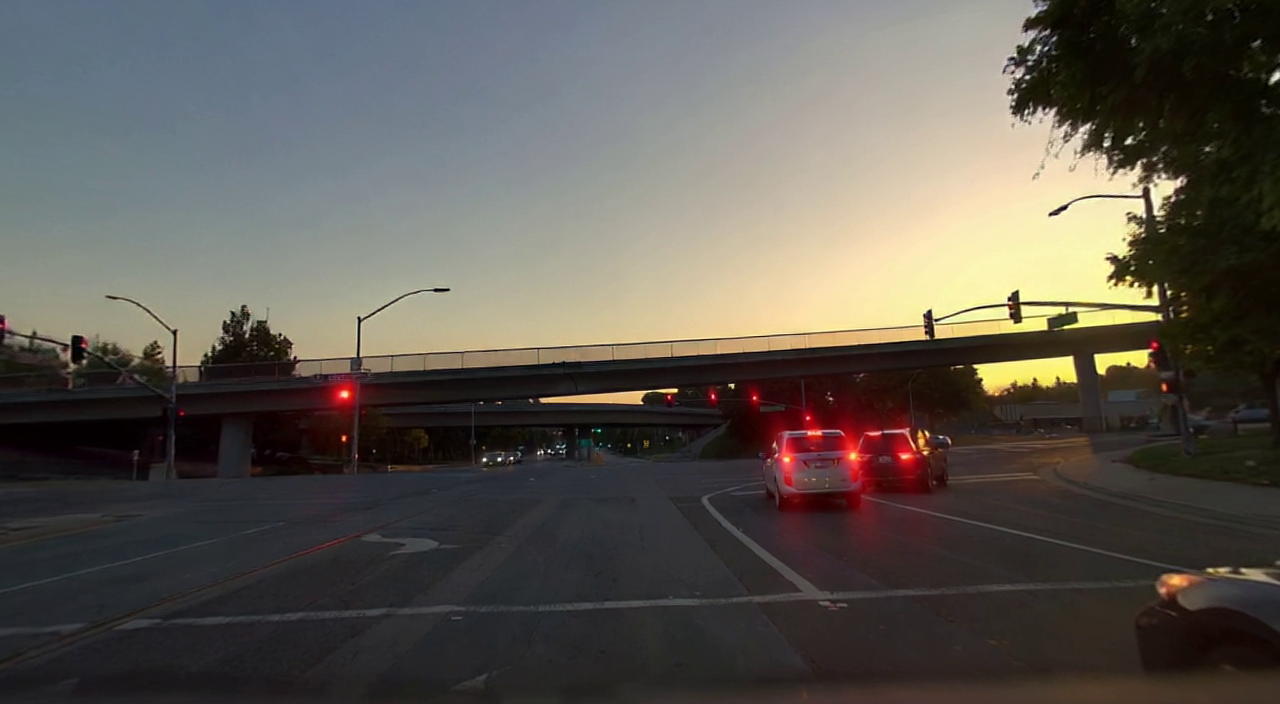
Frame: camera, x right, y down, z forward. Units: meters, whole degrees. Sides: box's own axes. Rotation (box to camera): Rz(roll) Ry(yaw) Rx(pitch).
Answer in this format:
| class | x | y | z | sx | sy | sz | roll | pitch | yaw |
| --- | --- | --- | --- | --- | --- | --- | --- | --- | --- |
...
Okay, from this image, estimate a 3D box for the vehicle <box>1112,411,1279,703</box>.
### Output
| class | x | y | z | sx | sy | sz | roll | pitch | yaw |
| --- | --- | --- | --- | --- | --- | --- | --- | --- | --- |
| vehicle | 2.807 | 0.630 | 0.110 | 1.909 | 1.425 | 4.521 | 0 | -9 | -1 |
